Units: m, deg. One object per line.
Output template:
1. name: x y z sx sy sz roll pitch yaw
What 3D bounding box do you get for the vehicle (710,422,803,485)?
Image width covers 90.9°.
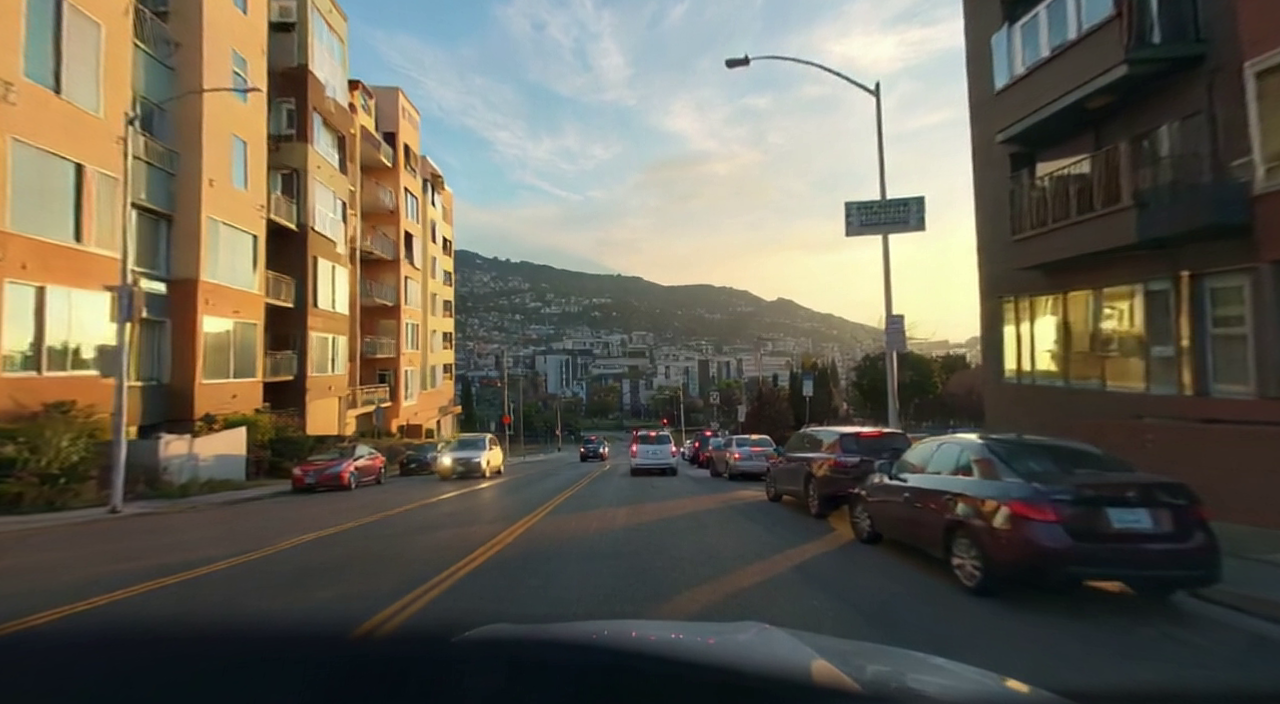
1. vehicle: 3.671 3.339 20.825 2.158 1.828 4.573 0 -9 -1

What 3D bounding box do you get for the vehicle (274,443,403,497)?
1. vehicle: -9.274 3.642 19.879 2.021 1.474 4.337 0 -9 -1

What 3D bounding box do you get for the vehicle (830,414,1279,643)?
1. vehicle: 3.582 1.494 6.422 2.033 1.470 4.502 0 -9 2

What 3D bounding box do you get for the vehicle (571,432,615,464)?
1. vehicle: -2.669 5.613 36.935 2.219 1.746 4.197 0 -9 0

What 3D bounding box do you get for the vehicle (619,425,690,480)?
1. vehicle: 0.493 3.551 22.393 2.261 1.740 4.065 0 -9 1

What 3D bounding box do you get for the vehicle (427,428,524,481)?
1. vehicle: -6.141 3.916 24.281 2.345 1.831 4.828 0 -9 1
